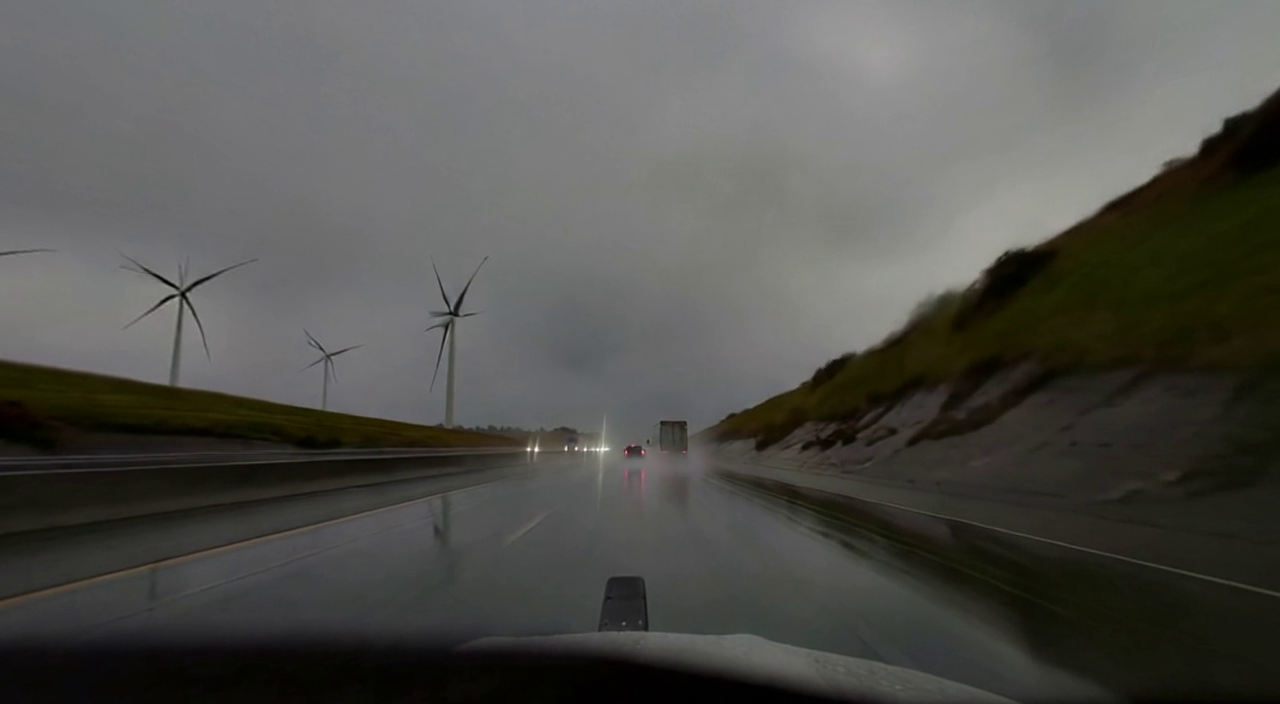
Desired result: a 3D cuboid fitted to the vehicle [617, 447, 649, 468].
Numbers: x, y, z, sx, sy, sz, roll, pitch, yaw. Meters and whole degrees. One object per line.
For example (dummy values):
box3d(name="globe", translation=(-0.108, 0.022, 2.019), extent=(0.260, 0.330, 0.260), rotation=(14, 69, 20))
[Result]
box3d(name="vehicle", translation=(-0.498, 7.587, 45.494), extent=(2.209, 1.453, 3.695), rotation=(0, -9, -1))
